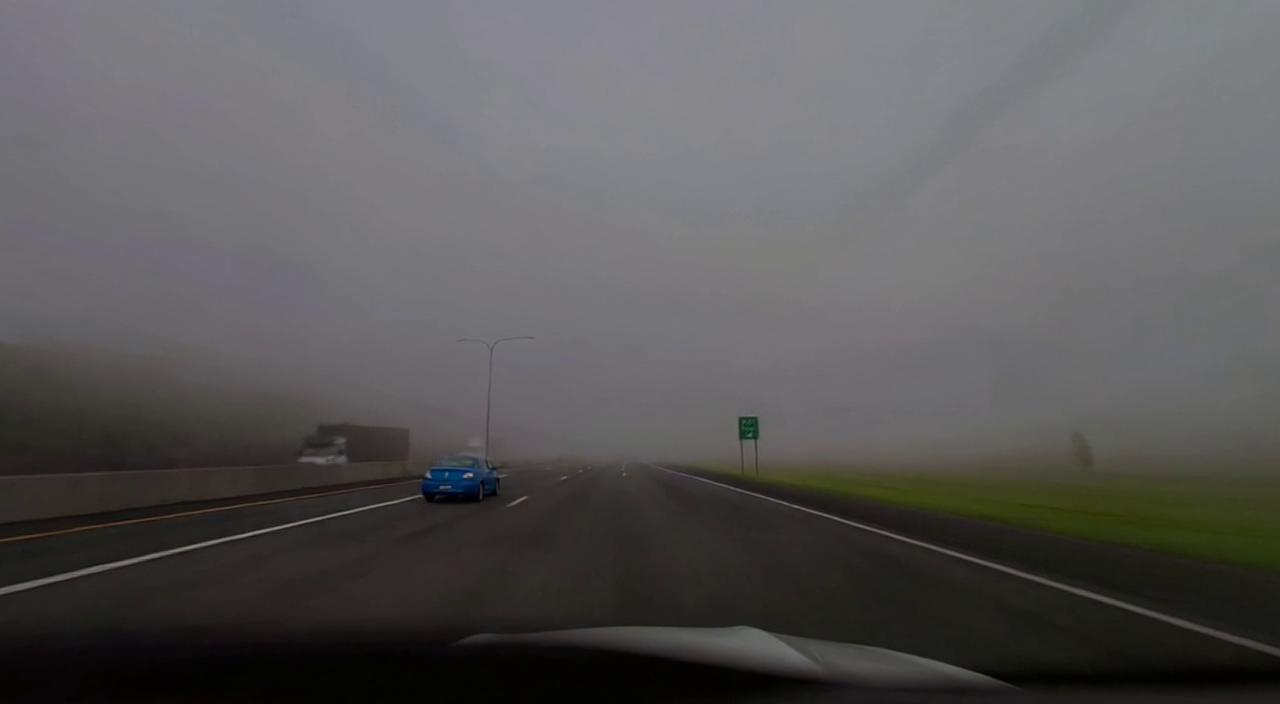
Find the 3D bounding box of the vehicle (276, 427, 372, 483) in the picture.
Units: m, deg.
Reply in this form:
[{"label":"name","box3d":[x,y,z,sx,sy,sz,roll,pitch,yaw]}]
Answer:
[{"label":"vehicle","box3d":[-22.239,7.319,44.914,3.788,3.644,6.022,0,-9,-2]}]

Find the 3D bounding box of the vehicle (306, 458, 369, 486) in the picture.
[{"label":"vehicle","box3d":[-17.693,7.012,37.099,1.766,1.456,3.905,0,-9,-1]}]

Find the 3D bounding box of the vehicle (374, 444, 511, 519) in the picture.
[{"label":"vehicle","box3d":[-4.566,3.040,15.290,2.121,1.537,3.852,0,-9,-1]}]
